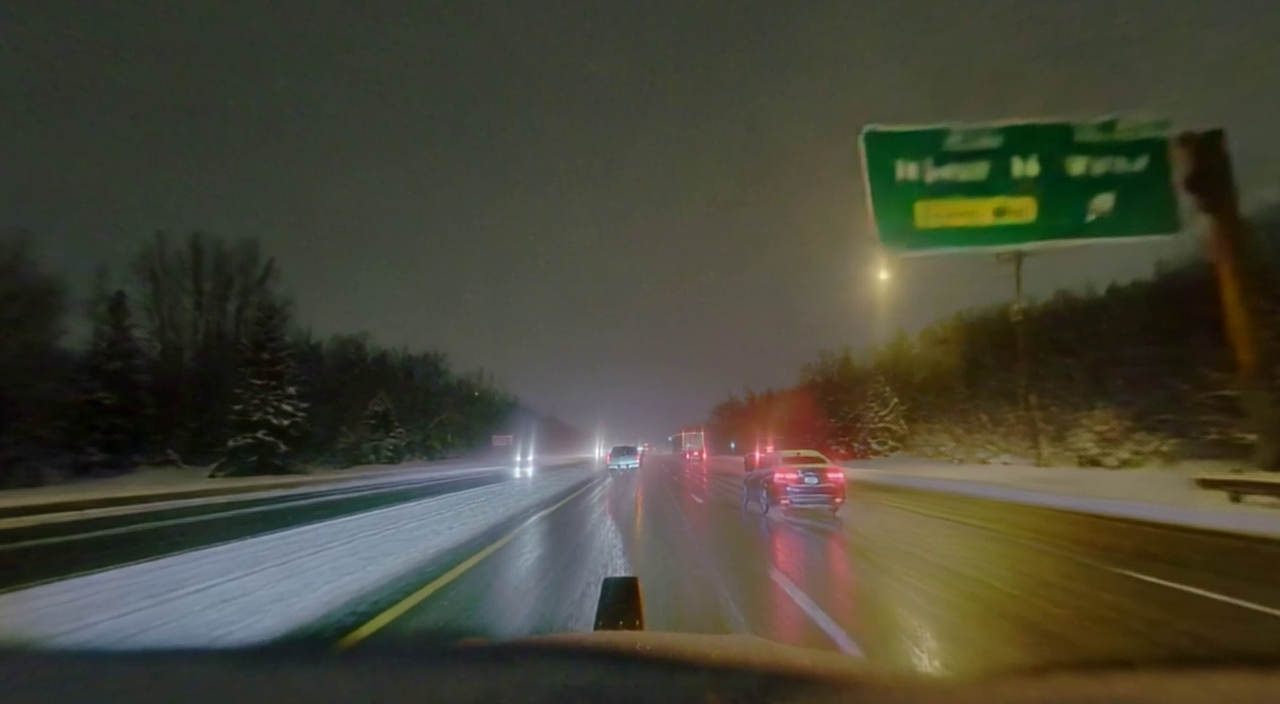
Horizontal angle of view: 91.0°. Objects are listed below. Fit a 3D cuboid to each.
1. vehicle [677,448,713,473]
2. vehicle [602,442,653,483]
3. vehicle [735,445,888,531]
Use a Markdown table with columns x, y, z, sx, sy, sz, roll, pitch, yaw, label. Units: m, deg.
| x | y | z | sx | sy | sz | roll | pitch | yaw | label |
| --- | --- | --- | --- | --- | --- | --- | --- | --- | --- |
| 3.613 | 7.233 | 42.171 | 2.047 | 1.540 | 4.294 | 0 | -9 | 0 | vehicle |
| -0.506 | 5.011 | 28.896 | 2.142 | 1.724 | 4.344 | 0 | -9 | 0 | vehicle |
| 3.288 | 2.690 | 13.021 | 2.004 | 1.471 | 4.032 | 0 | -9 | 0 | vehicle |
